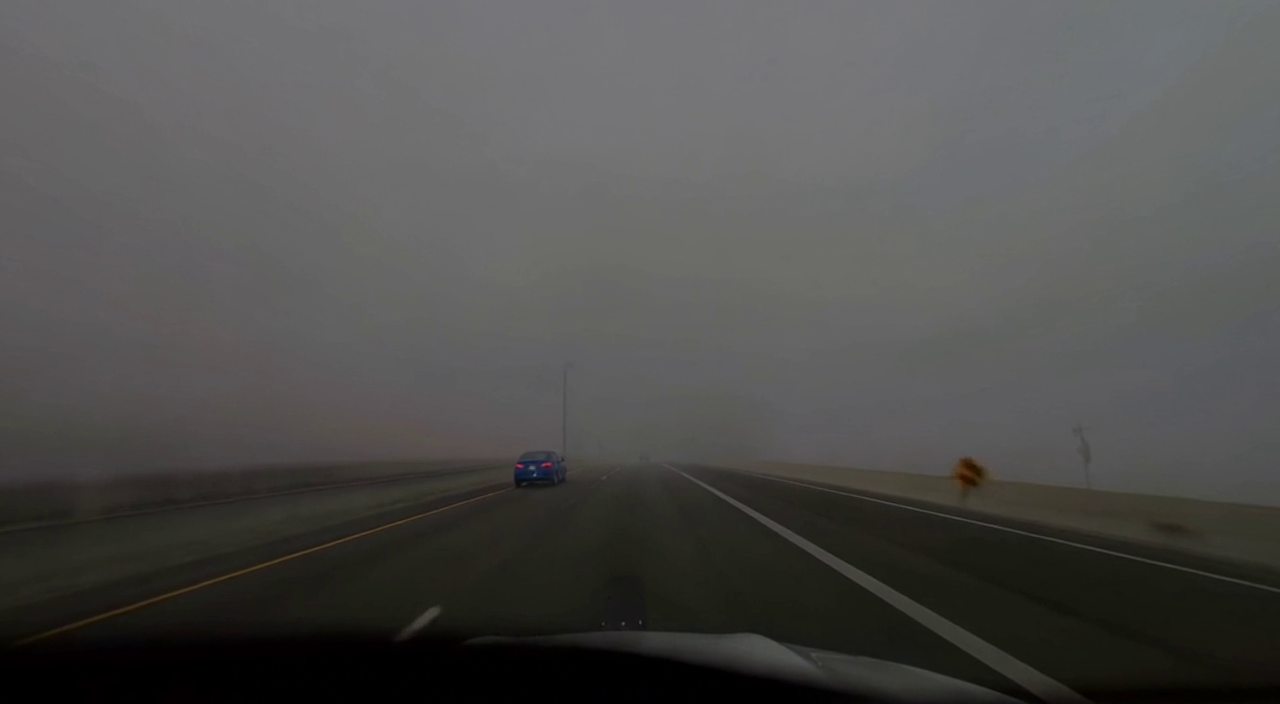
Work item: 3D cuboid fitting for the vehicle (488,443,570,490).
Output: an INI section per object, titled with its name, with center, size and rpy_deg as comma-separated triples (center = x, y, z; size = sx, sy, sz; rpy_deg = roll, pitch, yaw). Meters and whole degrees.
[vehicle]
center = -3.963, 4.198, 23.355
size = 2.160, 1.552, 4.592
rpy_deg = 0, -9, 1
